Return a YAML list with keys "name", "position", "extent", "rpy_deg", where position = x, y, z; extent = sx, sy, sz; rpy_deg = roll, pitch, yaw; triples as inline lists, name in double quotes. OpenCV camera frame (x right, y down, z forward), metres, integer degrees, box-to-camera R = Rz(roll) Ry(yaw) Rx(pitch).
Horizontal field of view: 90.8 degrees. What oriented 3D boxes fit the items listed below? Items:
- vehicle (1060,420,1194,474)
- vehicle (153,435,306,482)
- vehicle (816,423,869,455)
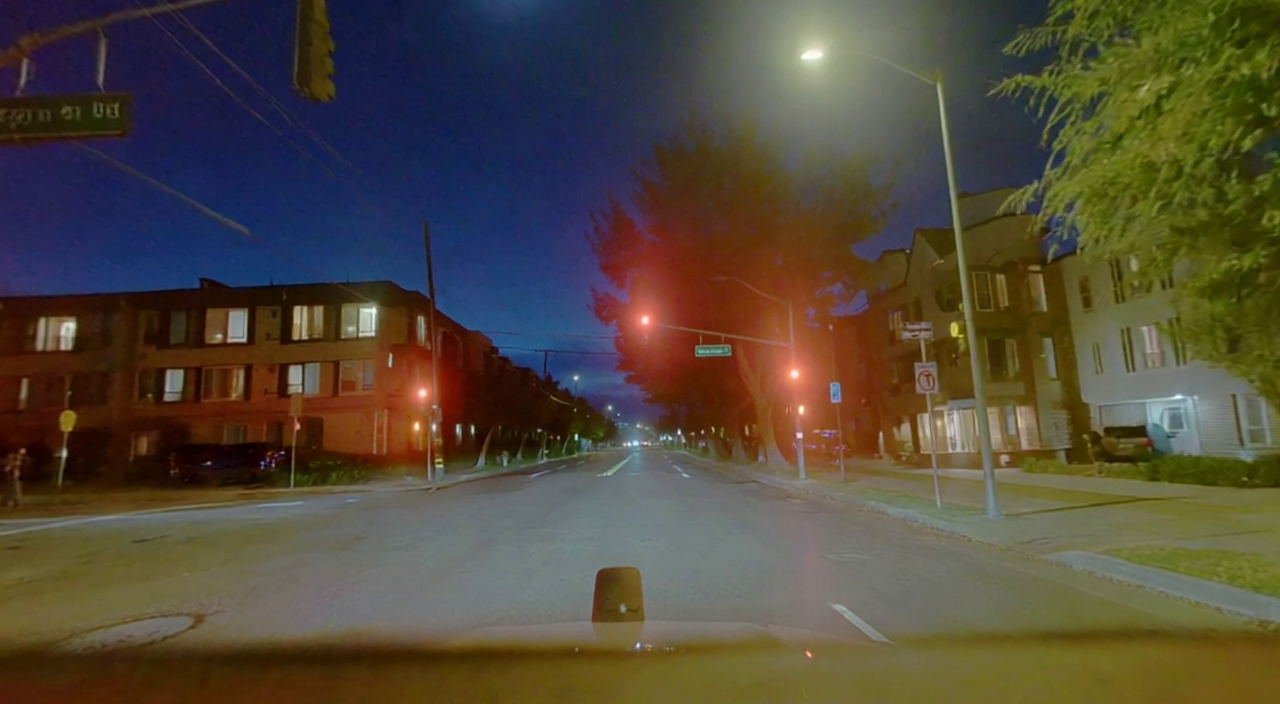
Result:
- name: "vehicle"
  position: [17.088, 3.362, 22.457]
  extent: [2.013, 1.722, 4.007]
  rpy_deg: [-2, -9, 10]
- name: "vehicle"
  position: [-18.964, 4.921, 29.445]
  extent: [5.468, 1.854, 2.283]
  rpy_deg: [-2, -8, -5]
- name: "vehicle"
  position: [11.535, 4.996, 36.206]
  extent: [1.950, 1.714, 4.245]
  rpy_deg: [-1, -9, 5]
